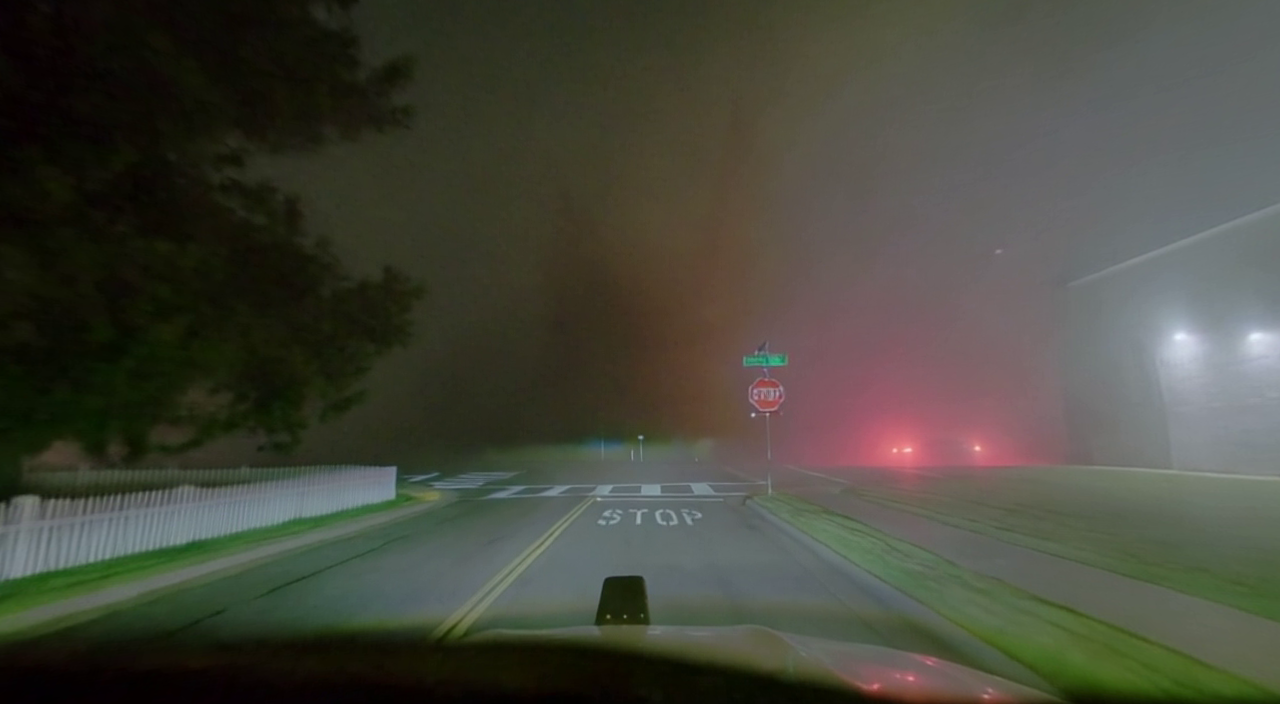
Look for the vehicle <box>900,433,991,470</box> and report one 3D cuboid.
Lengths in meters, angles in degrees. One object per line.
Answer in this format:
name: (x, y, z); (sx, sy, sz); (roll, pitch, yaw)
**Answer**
vehicle: (18.973, 6.203, 39.381); (2.395, 2.164, 4.475); (5, -10, -26)
